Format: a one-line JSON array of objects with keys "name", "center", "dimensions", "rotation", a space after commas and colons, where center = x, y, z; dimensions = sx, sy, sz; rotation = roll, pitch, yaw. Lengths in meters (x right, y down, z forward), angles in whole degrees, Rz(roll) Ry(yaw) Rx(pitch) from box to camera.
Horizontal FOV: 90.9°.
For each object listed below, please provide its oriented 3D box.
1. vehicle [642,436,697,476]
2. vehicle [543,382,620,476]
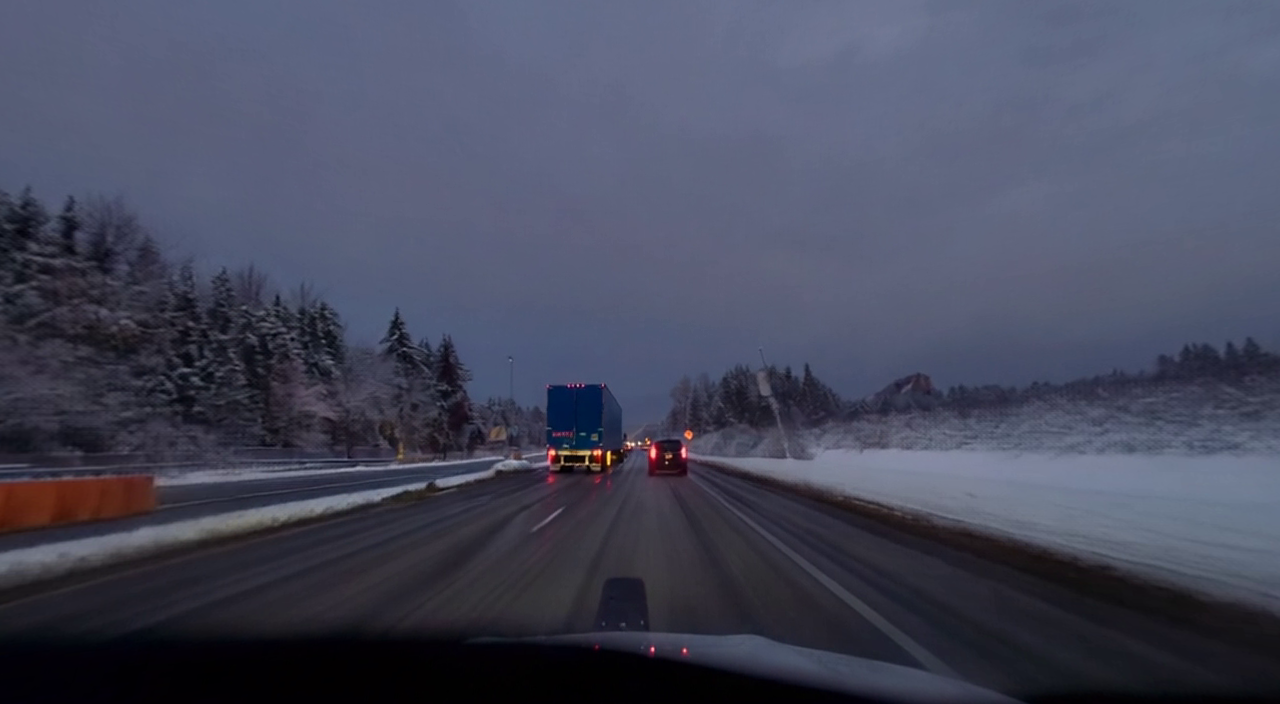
[{"name": "vehicle", "center": [1.259, 4.775, 29.172], "dimensions": [2.304, 1.675, 4.462], "rotation": [0, -8, 0]}, {"name": "vehicle", "center": [-2.845, 4.521, 35.695], "dimensions": [2.906, 4.115, 15.715], "rotation": [0, -8, 0]}]
